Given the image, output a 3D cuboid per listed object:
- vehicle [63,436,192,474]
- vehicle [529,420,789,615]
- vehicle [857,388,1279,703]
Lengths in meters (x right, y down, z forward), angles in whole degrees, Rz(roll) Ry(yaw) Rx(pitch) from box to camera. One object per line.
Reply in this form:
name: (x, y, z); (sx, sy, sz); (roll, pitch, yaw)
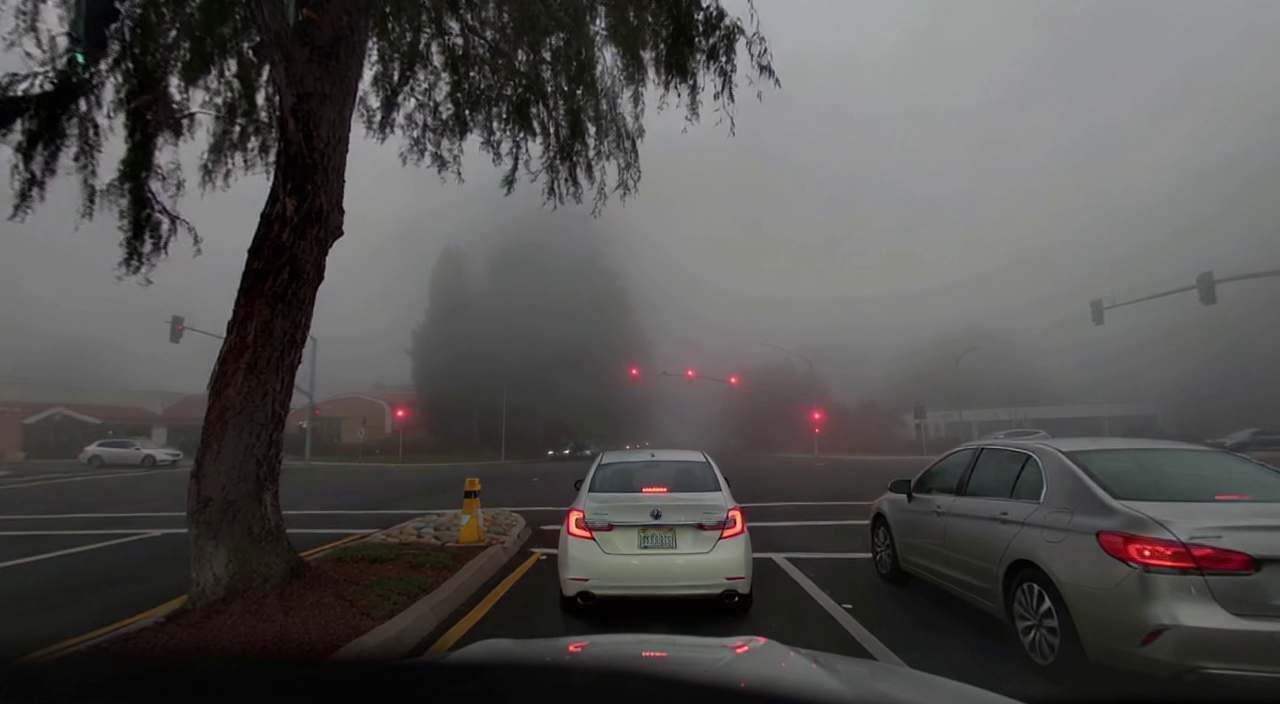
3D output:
vehicle: (-24.267, 4.869, 29.989); (4.450, 1.684, 1.894); (0, -8, 0)
vehicle: (0.104, 1.565, 6.880); (2.017, 1.485, 3.813); (0, -8, -1)
vehicle: (3.170, 1.123, 3.893); (1.931, 1.493, 4.555); (0, -8, -1)
